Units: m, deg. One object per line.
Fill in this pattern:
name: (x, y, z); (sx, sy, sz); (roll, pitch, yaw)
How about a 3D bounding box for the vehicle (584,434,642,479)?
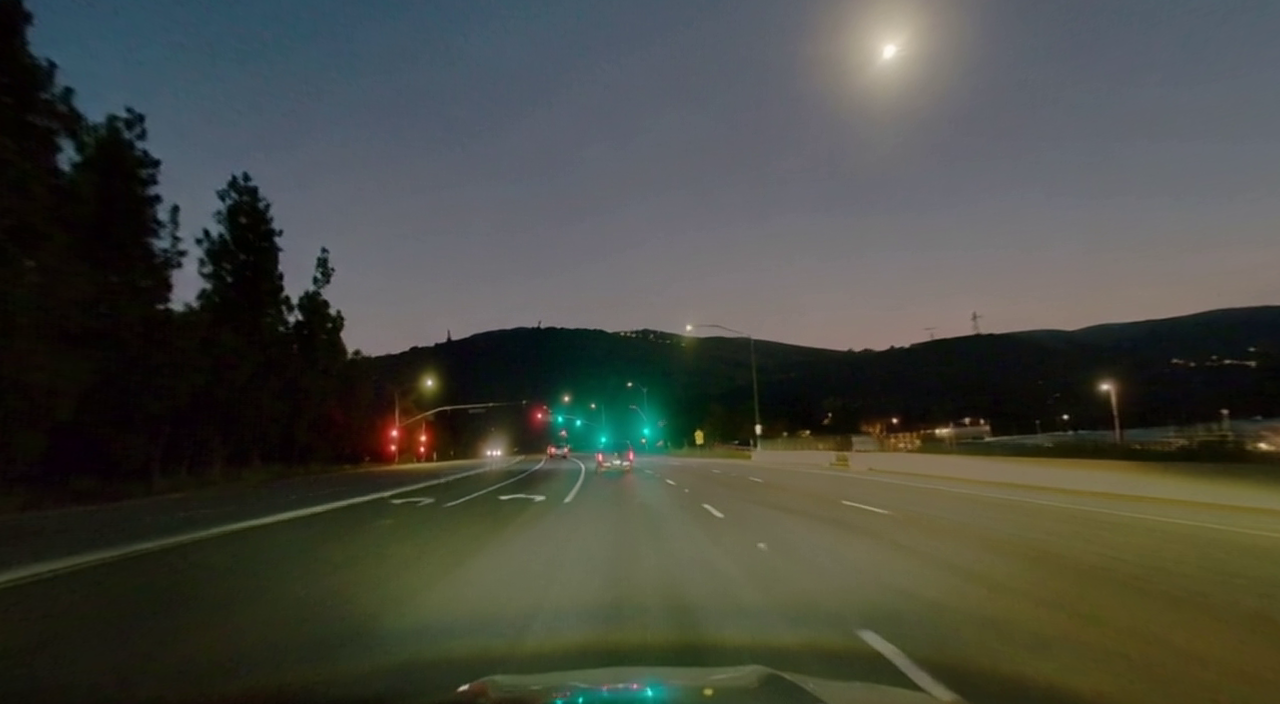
vehicle: (-1.244, 4.478, 27.228); (2.253, 1.756, 4.313); (1, -8, -6)
